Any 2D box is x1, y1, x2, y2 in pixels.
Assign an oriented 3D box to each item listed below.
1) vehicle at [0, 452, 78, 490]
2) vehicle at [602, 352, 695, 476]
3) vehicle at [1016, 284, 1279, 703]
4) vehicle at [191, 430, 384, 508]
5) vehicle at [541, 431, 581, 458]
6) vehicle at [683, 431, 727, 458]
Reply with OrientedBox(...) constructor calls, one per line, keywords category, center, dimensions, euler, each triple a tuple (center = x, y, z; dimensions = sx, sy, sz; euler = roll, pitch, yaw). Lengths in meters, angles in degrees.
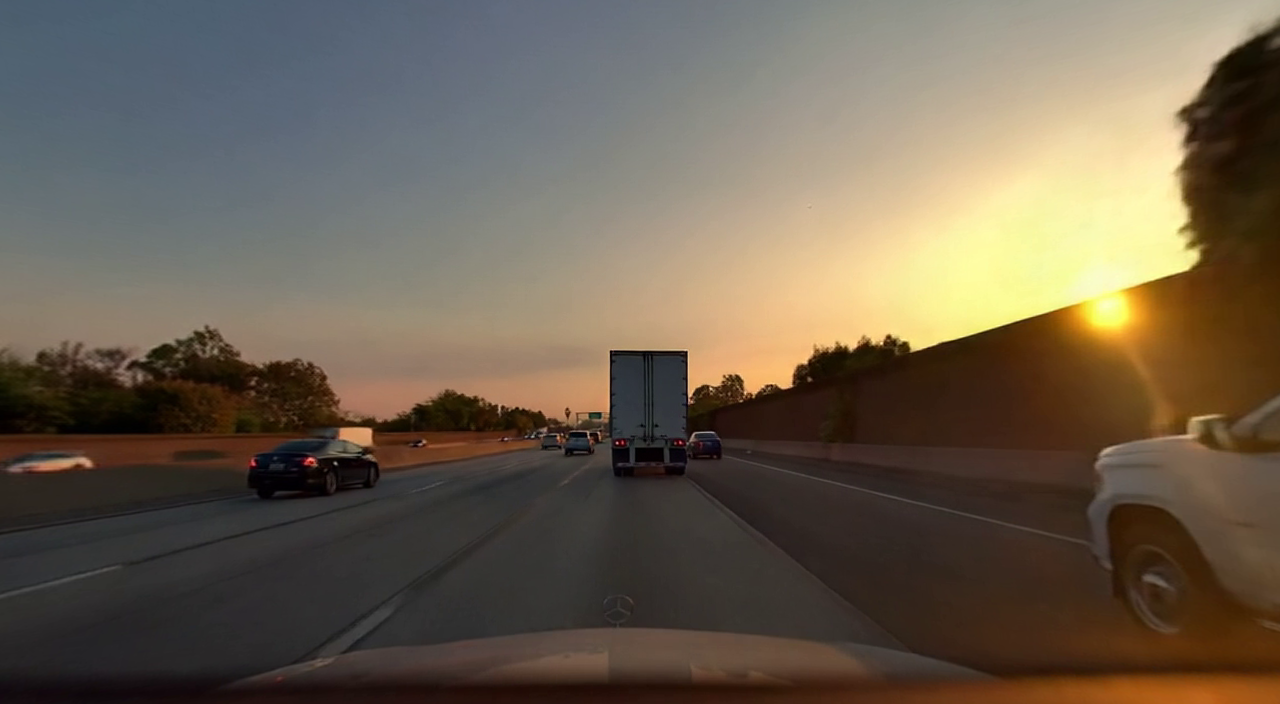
OrientedBox(category="vehicle", center=(-31.285, 5.953, 31.727), dimensions=(1.833, 1.703, 4.317), euler=(0, -8, -1))
OrientedBox(category="vehicle", center=(0.038, 2.642, 25.114), dimensions=(2.904, 3.915, 10.473), euler=(0, -8, -3))
OrientedBox(category="vehicle", center=(3.647, 0.539, 1.723), dimensions=(2.118, 1.832, 4.901), euler=(0, -8, -1))
OrientedBox(category="vehicle", center=(-7.656, 2.538, 14.213), dimensions=(2.059, 1.500, 4.001), euler=(0, -8, -1))
OrientedBox(category="vehicle", center=(-5.091, 5.991, 41.042), dimensions=(2.134, 1.650, 4.133), euler=(0, -8, -1))
OrientedBox(category="vehicle", center=(3.913, 5.672, 38.745), dimensions=(2.044, 1.508, 4.716), euler=(0, -8, -2))
